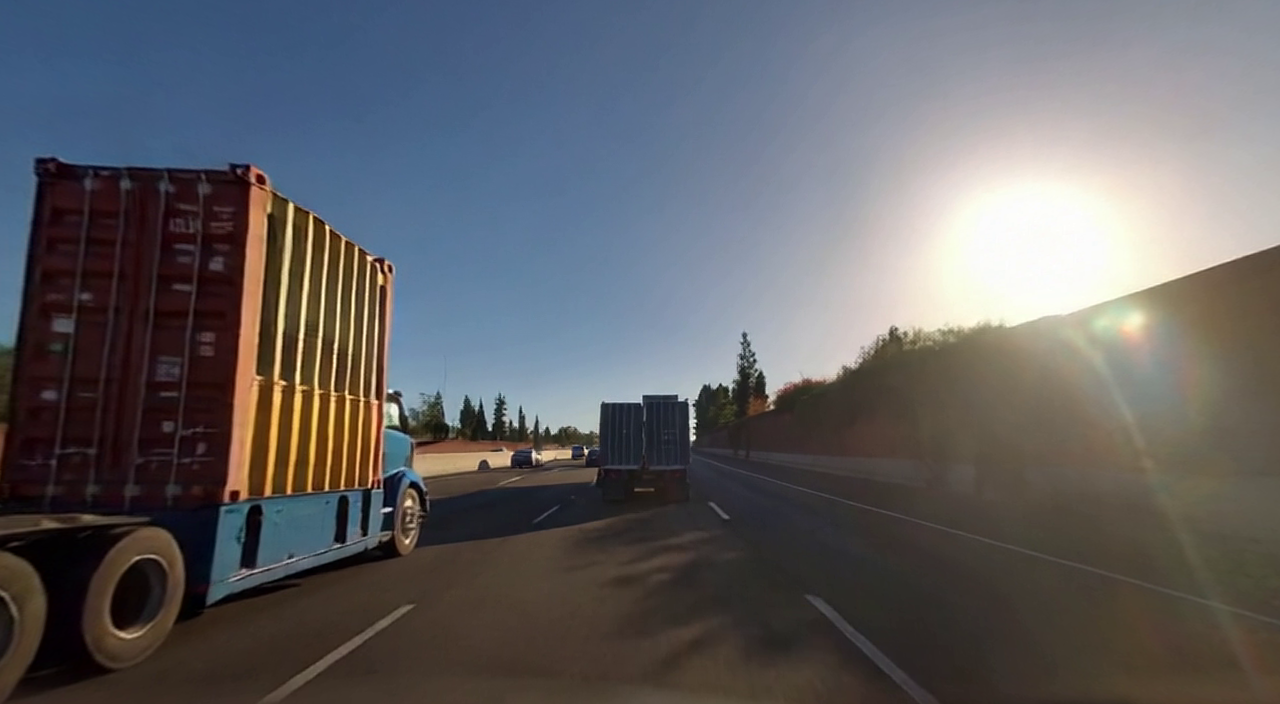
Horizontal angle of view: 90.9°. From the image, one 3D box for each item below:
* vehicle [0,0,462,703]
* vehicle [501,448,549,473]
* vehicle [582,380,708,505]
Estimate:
[{"bbox_3d":[-4.086,0.243,5.776,2.998,3.992,5.800,0,-8,1],"label":"vehicle"},{"bbox_3d":[-7.061,6.701,39.262,2.006,1.458,4.700,0,-8,2],"label":"vehicle"},{"bbox_3d":[-0.241,2.865,20.020,2.798,3.071,8.412,1,-8,-8],"label":"vehicle"}]
